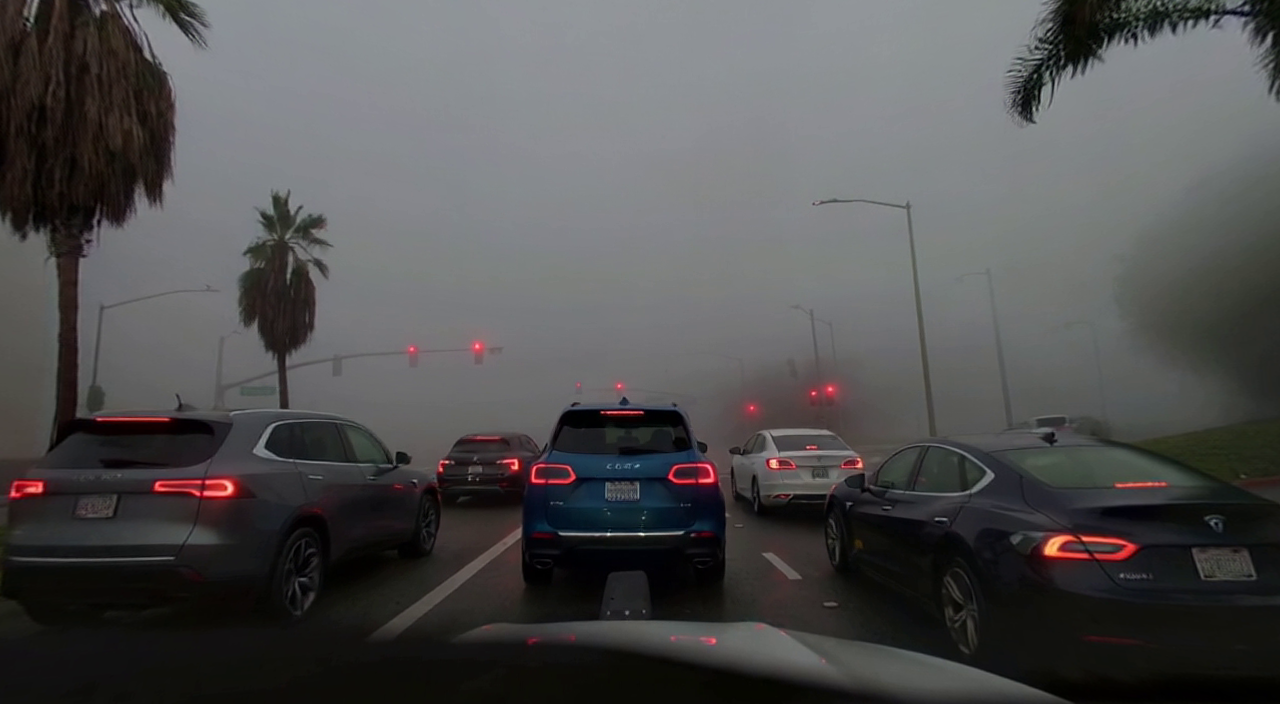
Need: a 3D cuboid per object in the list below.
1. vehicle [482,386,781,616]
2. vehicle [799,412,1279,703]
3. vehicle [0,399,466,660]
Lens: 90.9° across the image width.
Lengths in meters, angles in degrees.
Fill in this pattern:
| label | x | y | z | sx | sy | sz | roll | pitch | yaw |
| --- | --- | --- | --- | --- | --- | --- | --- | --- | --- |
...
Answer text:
| label | x | y | z | sx | sy | sz | roll | pitch | yaw |
| --- | --- | --- | --- | --- | --- | --- | --- | --- | --- |
| vehicle | -0.128 | 1.460 | 7.098 | 2.280 | 1.747 | 4.361 | 0 | -8 | -2 |
| vehicle | 2.966 | 1.370 | 5.256 | 2.017 | 1.491 | 4.611 | 0 | -8 | -1 |
| vehicle | -3.355 | 1.386 | 6.050 | 2.014 | 1.534 | 4.455 | 0 | -8 | 1 |
